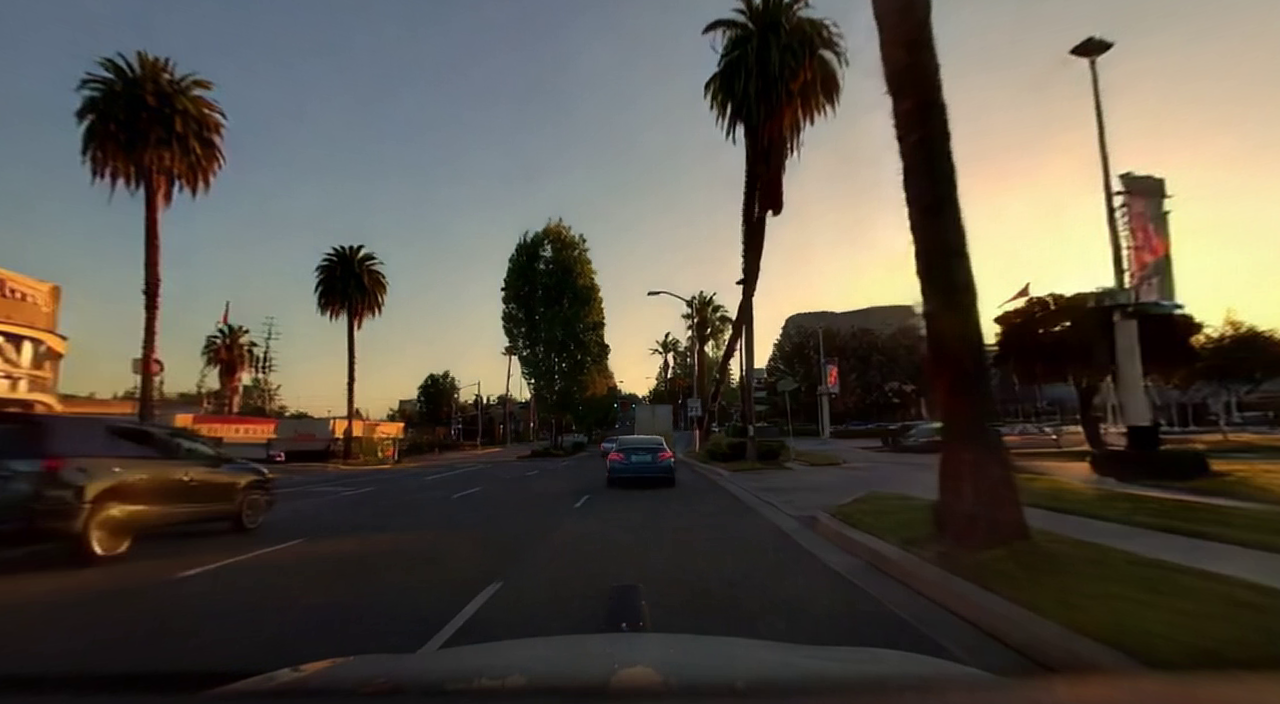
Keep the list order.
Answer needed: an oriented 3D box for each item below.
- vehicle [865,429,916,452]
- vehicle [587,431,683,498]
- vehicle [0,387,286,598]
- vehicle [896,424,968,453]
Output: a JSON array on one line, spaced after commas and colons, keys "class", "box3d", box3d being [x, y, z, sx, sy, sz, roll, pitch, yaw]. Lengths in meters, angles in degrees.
[{"class": "vehicle", "box3d": [17.195, 6.145, 43.332, 1.902, 1.502, 4.395, 0, -9, 4]}, {"class": "vehicle", "box3d": [-0.067, 2.864, 16.384, 2.145, 1.483, 4.453, 0, -9, 1]}, {"class": "vehicle", "box3d": [-6.208, 1.401, 6.816, 2.057, 1.705, 4.394, 0, -9, 1]}, {"class": "vehicle", "box3d": [17.332, 5.206, 37.498, 2.009, 1.630, 4.436, 0, -9, -2]}]
